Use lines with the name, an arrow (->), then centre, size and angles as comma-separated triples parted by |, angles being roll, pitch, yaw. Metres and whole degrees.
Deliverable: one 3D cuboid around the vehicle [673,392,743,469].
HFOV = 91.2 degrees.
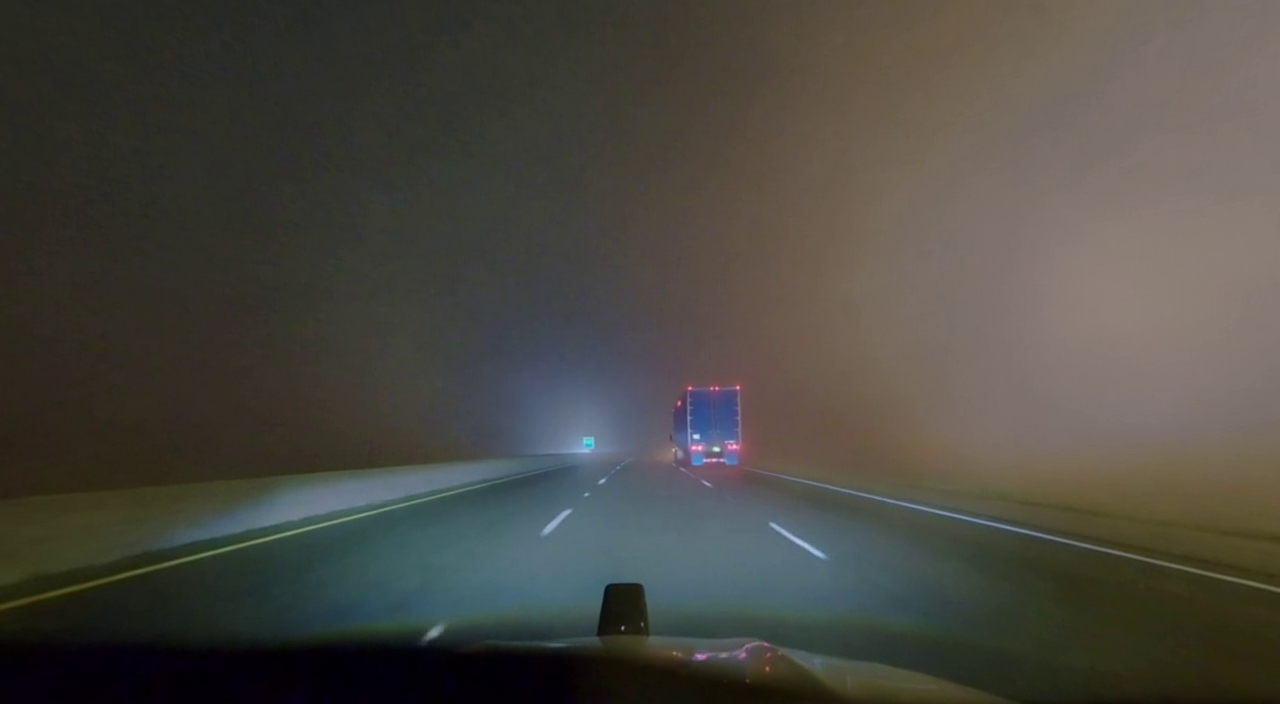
vehicle -> 4.017, 5.281, 40.752 | 2.933, 4.100, 14.317 | 0, -9, 0
